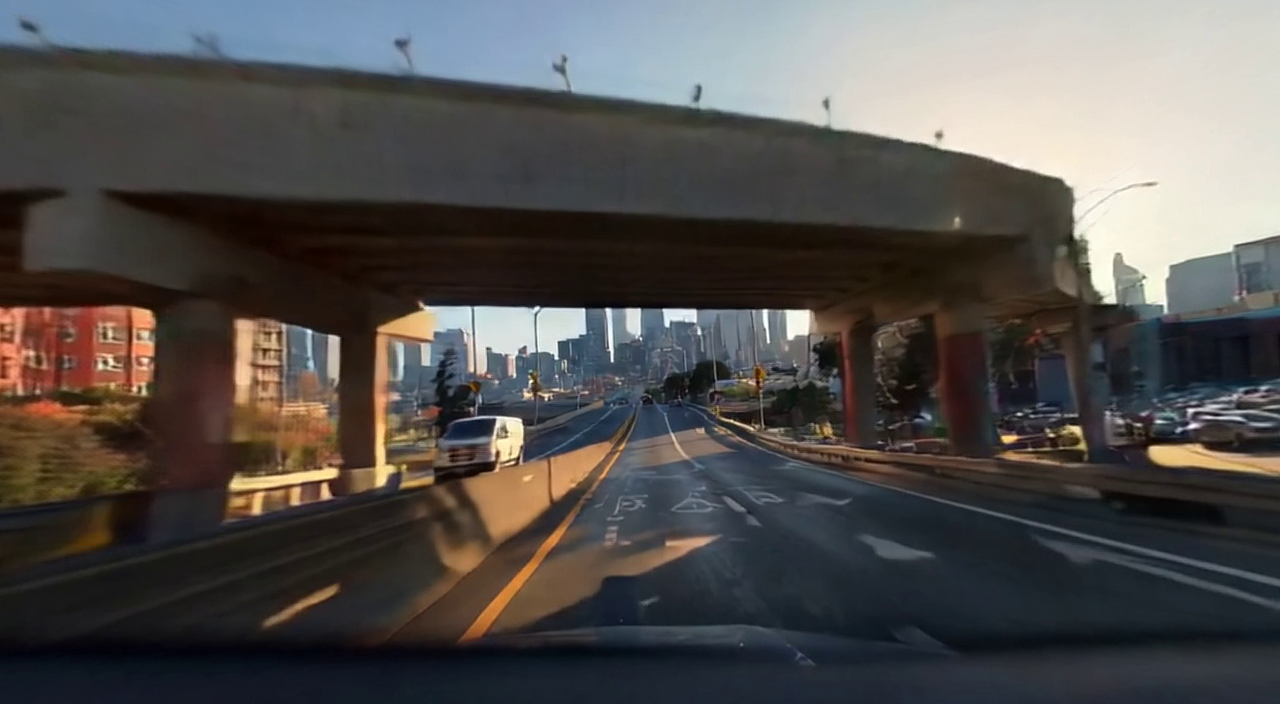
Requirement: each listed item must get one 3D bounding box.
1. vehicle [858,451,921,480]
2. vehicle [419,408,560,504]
[{"bbox_3d":[14.279,6.502,36.428,1.809,1.497,3.837,-1,-9,-4],"label":"vehicle"},{"bbox_3d":[-3.191,2.340,14.448,2.109,1.848,4.338,0,-8,1],"label":"vehicle"}]
